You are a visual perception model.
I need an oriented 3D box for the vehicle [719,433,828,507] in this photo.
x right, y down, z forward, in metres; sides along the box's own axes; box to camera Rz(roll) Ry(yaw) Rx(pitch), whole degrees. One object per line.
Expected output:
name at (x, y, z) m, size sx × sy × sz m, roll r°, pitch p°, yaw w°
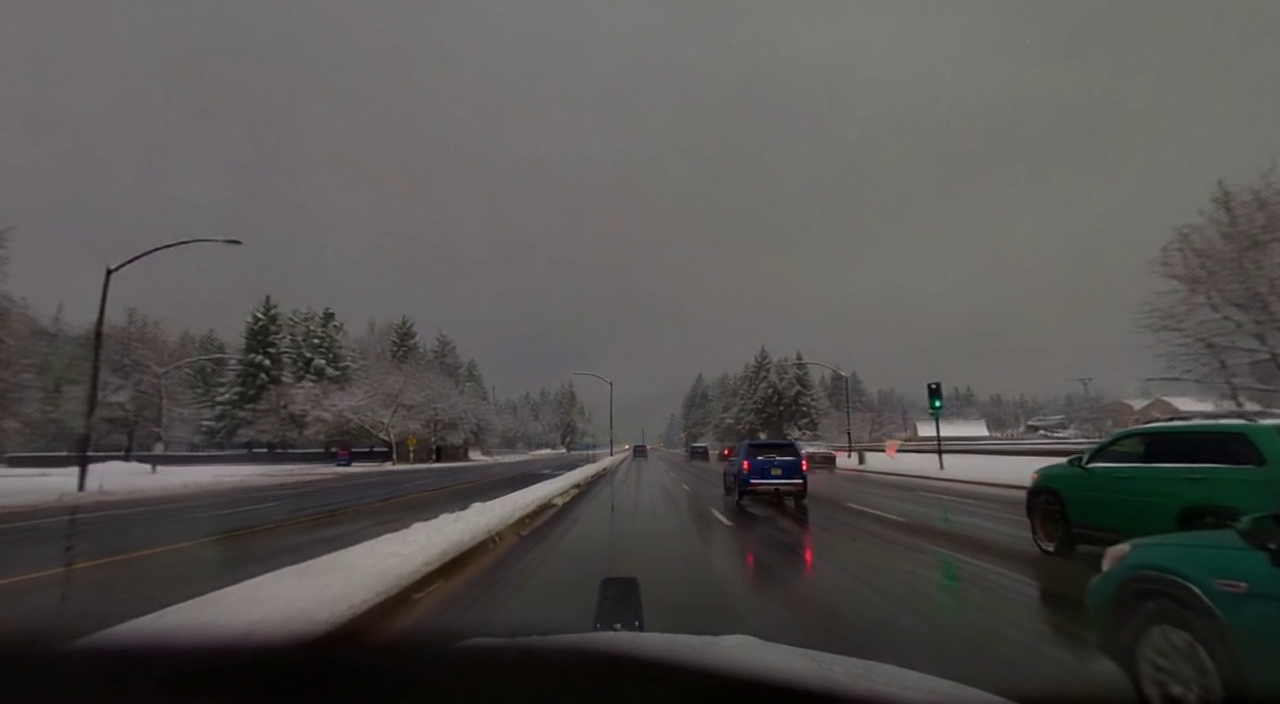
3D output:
vehicle at (3.365, 3.049, 16.763) m, size 2.075 × 1.698 × 4.142 m, roll 0°, pitch -8°, yaw 1°

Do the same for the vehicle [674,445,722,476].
vehicle at (2.911, 5.538, 32.418) m, size 1.980 × 1.484 × 4.093 m, roll 0°, pitch -8°, yaw -1°

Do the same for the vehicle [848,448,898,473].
vehicle at (15.624, 7.273, 42.407) m, size 1.815 × 1.493 × 4.135 m, roll 0°, pitch -8°, yaw 0°

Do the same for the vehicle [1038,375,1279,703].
vehicle at (3.173, 0.675, 0.900) m, size 1.932 × 1.547 × 4.992 m, roll 0°, pitch -8°, yaw 0°
